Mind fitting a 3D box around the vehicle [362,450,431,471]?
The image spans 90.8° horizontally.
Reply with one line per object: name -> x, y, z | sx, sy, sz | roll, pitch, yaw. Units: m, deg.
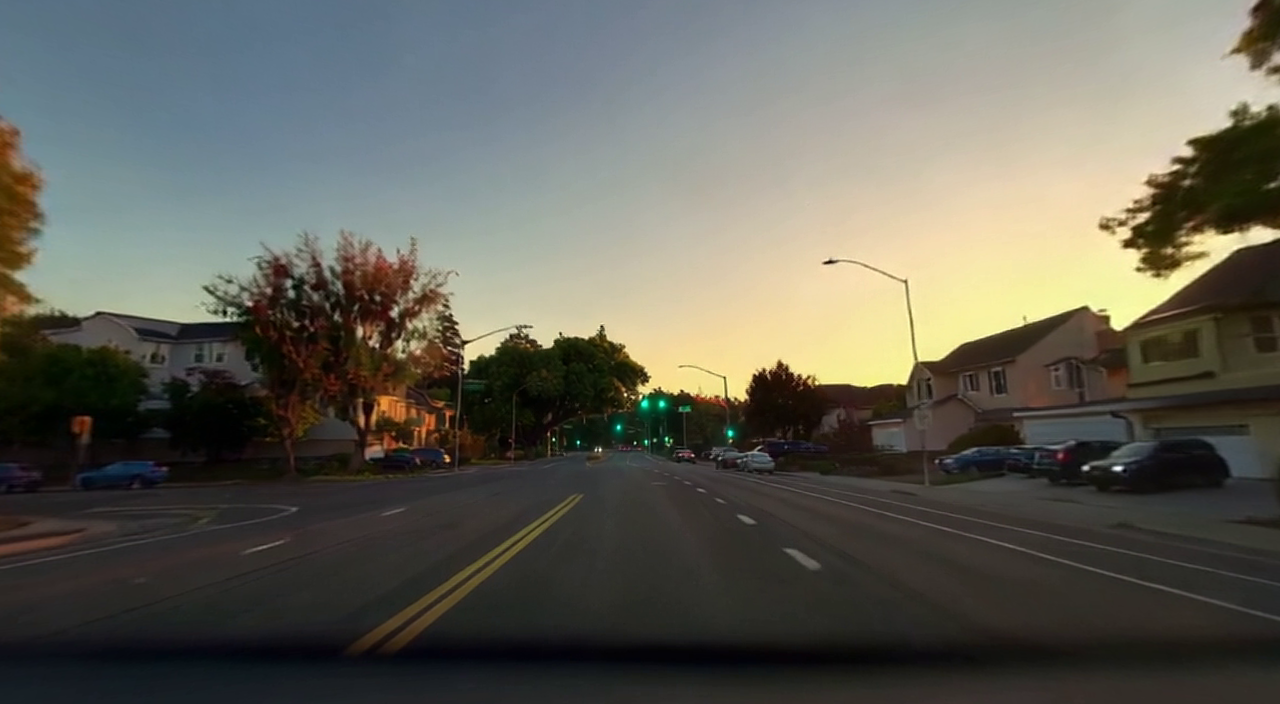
vehicle -> -18.793, 8.390, 48.967 | 4.598, 1.445, 1.973 | -2, -9, -2

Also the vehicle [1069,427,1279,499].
vehicle -> 15.624, 3.182, 18.373 | 4.739, 1.667, 1.998 | -4, -7, 0

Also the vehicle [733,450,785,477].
vehicle -> 7.196, 6.762, 38.575 | 1.951, 1.528, 4.366 | 1, -9, -6

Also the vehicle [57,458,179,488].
vehicle -> -27.150, 6.294, 32.976 | 4.600, 1.468, 1.869 | 0, -9, -3
